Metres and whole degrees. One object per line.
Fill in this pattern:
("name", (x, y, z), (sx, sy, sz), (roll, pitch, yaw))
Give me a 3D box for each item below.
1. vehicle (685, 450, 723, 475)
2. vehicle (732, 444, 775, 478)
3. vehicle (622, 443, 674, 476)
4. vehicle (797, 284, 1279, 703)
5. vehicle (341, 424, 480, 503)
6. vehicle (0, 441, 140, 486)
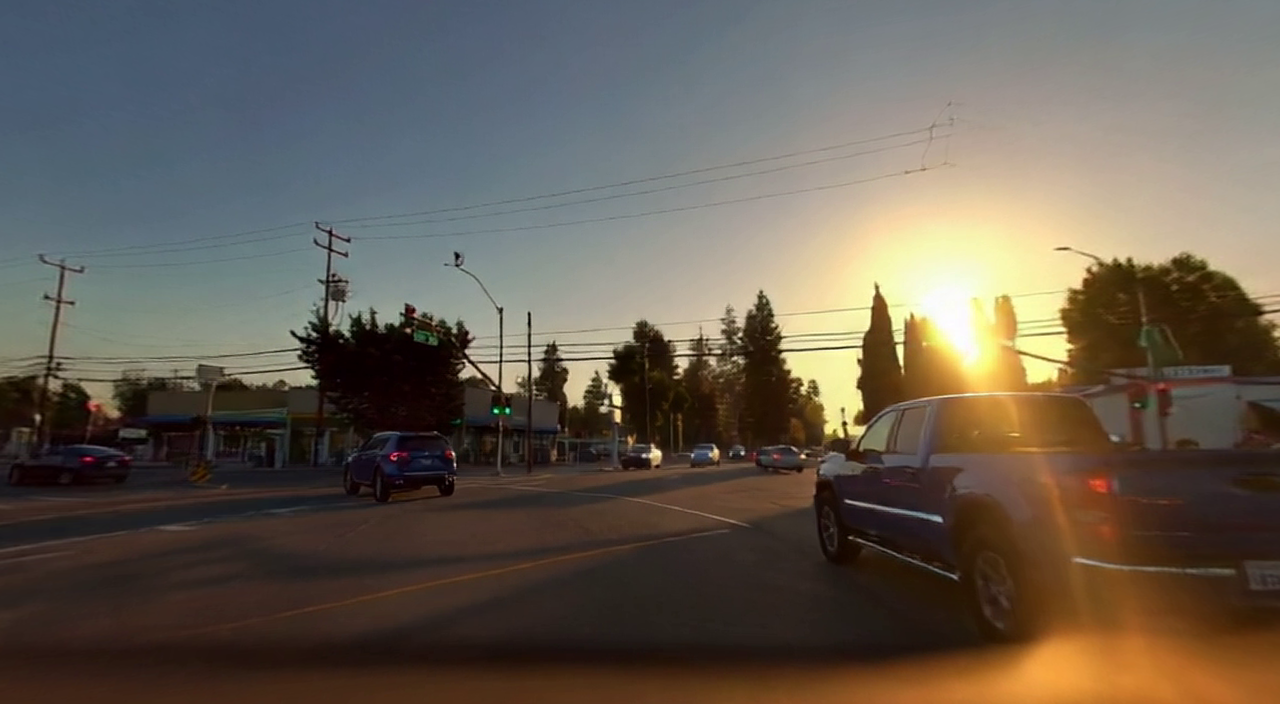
("vehicle", (4.109, 6.974, 39.963), (1.856, 1.448, 4.455), (-2, -9, 12))
("vehicle", (6.378, 5.975, 34.931), (2.089, 1.737, 4.720), (-2, -9, 13))
("vehicle", (0.578, 6.693, 39.631), (2.303, 1.895, 5.301), (-2, -9, 11))
("vehicle", (3.048, 1.029, 4.844), (2.036, 1.818, 5.192), (0, -8, -4))
("vehicle", (-6.460, 2.994, 17.369), (2.141, 1.842, 4.889), (6, -11, -37))
("vehicle", (-23.555, 4.573, 26.079), (4.498, 1.725, 1.921), (-2, -9, 12))
